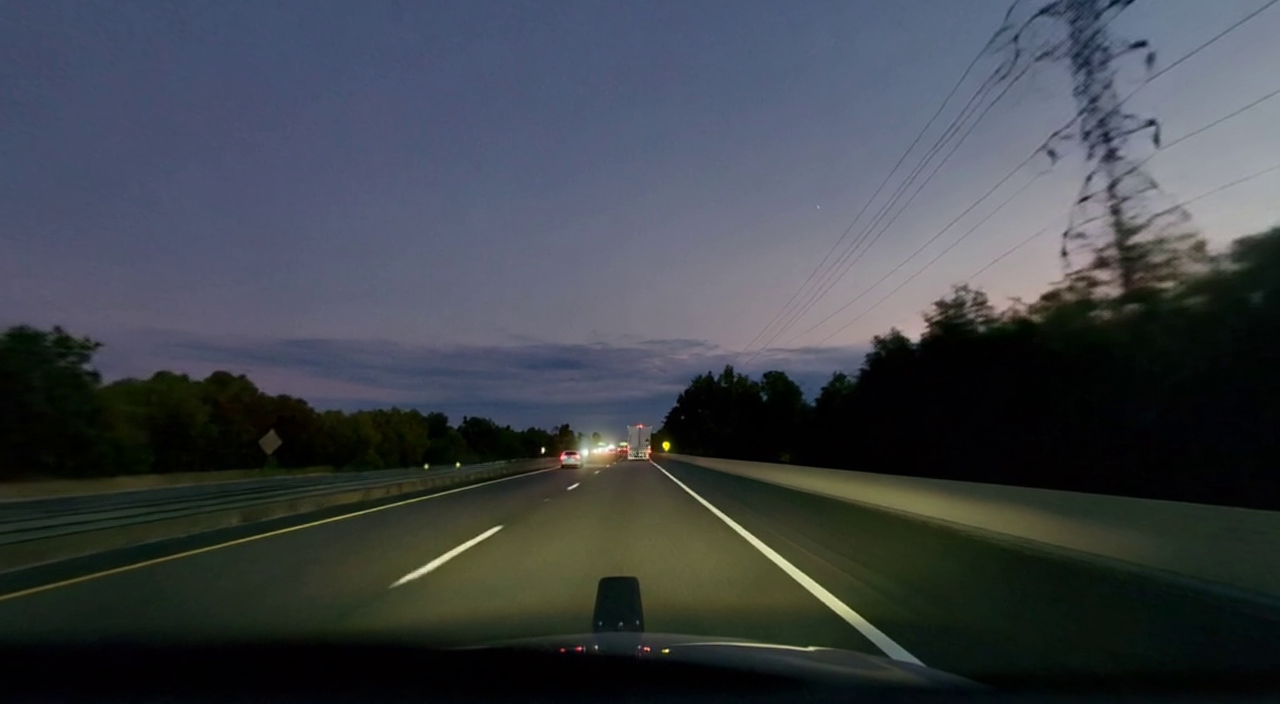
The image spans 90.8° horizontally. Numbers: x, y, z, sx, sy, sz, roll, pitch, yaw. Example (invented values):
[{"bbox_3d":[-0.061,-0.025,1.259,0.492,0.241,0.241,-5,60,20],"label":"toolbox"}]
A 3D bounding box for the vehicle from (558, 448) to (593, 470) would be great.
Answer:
[{"bbox_3d":[-4.506,7.559,44.710,2.106,1.445,4.404,0,-9,-1],"label":"vehicle"}]
